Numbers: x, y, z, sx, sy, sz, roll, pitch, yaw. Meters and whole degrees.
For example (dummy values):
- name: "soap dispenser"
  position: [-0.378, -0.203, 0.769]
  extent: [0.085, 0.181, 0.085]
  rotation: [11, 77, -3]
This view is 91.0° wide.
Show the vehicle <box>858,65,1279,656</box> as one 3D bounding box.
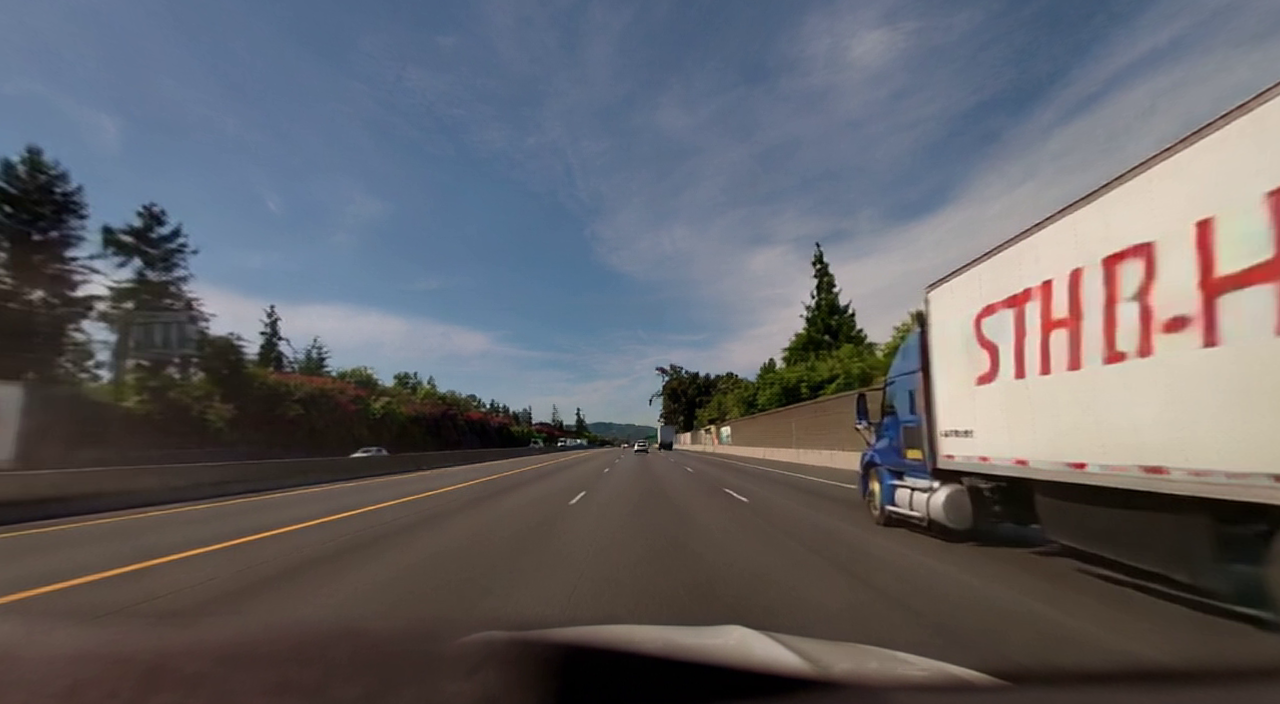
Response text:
- name: "vehicle"
  position: [5.235, 0.219, 4.998]
  extent: [2.949, 3.470, 10.539]
  rotation: [0, -8, -2]

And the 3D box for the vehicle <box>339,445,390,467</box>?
- name: "vehicle"
  position: [-20.849, 7.869, 47.845]
  extent: [1.857, 1.482, 4.561]
  rotation: [-1, -8, -1]
